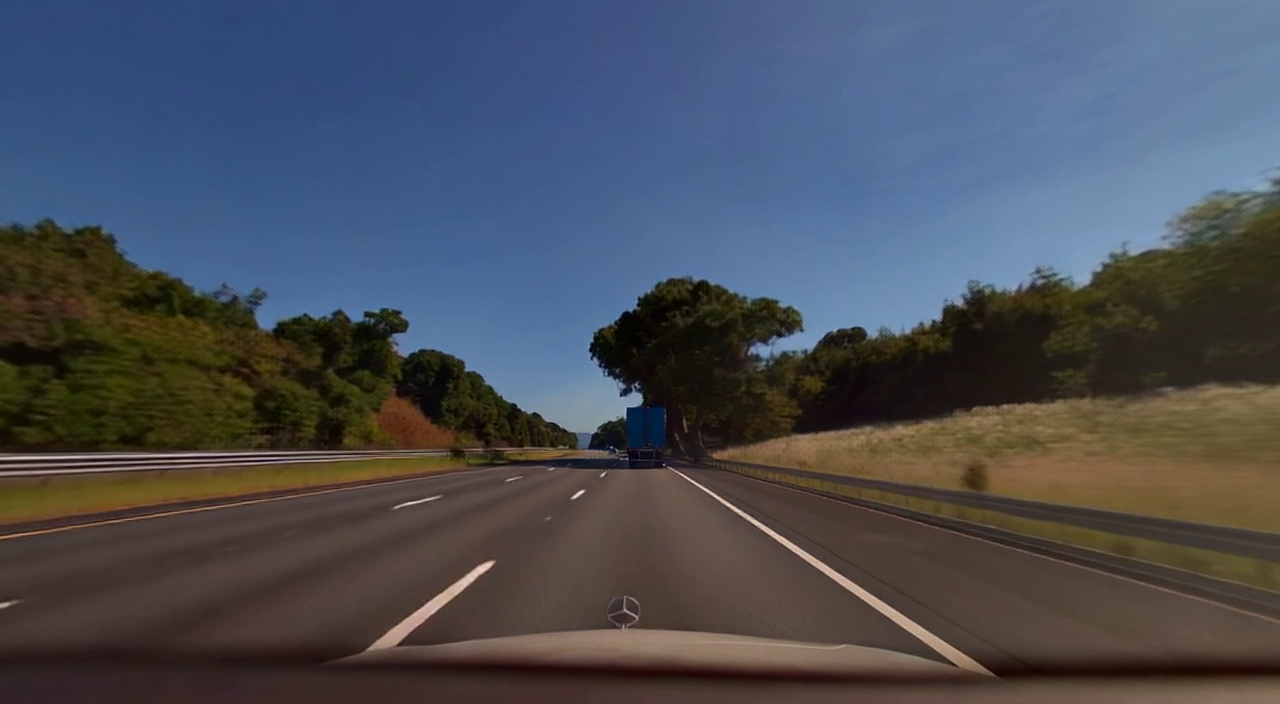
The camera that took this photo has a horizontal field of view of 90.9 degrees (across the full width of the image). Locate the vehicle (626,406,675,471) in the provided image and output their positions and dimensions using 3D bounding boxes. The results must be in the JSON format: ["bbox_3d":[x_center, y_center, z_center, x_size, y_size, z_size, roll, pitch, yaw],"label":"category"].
[{"bbox_3d":[0.569,6.290,45.057,3.055,4.009,10.972,0,-9,-1],"label":"vehicle"}]
